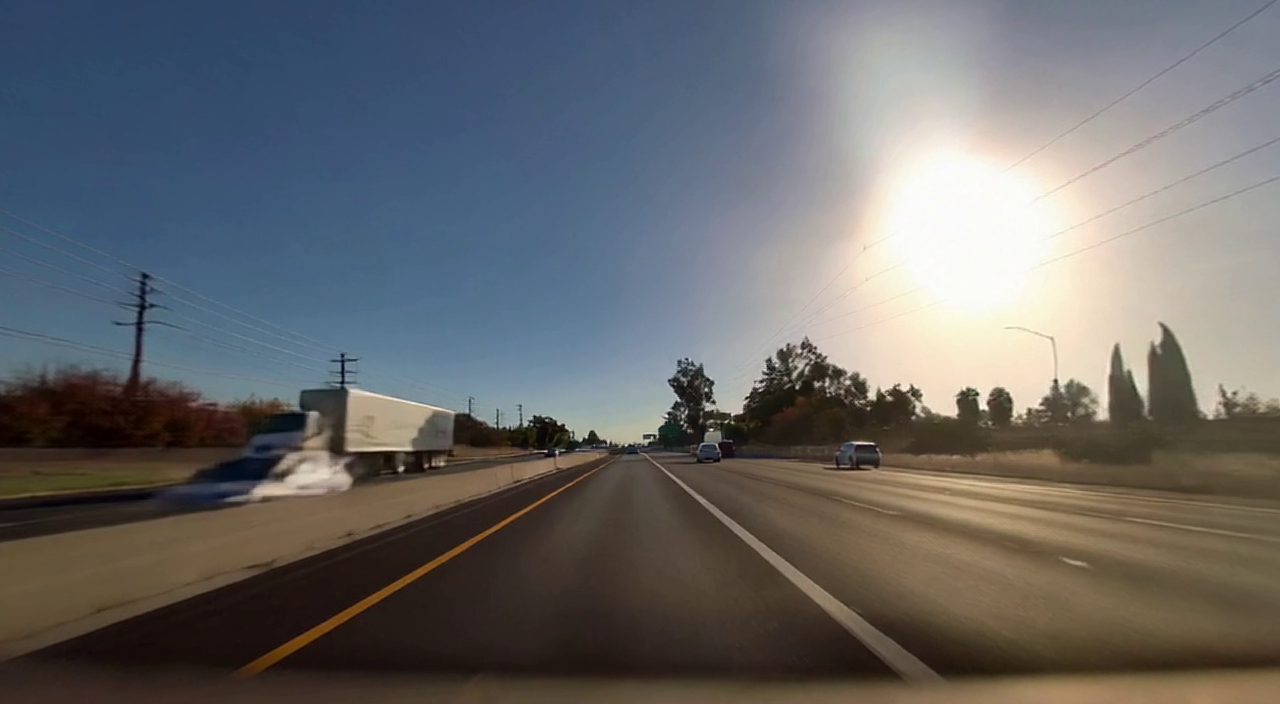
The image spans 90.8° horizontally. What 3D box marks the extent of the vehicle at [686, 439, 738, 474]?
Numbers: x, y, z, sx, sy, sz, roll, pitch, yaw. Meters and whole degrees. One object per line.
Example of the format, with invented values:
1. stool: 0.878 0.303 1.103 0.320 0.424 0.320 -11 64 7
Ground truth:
1. vehicle: 3.579 5.265 31.983 2.018 1.600 4.121 0 -9 -2

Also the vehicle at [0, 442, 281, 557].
1. vehicle: -7.247 2.097 9.606 1.543 1.401 3.404 0 -9 0

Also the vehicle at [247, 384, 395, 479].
1. vehicle: -15.250 3.969 31.106 3.221 4.078 7.386 0 -9 1

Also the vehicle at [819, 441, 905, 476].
1. vehicle: 10.184 4.922 29.458 1.987 1.502 5.130 0 -9 -2
